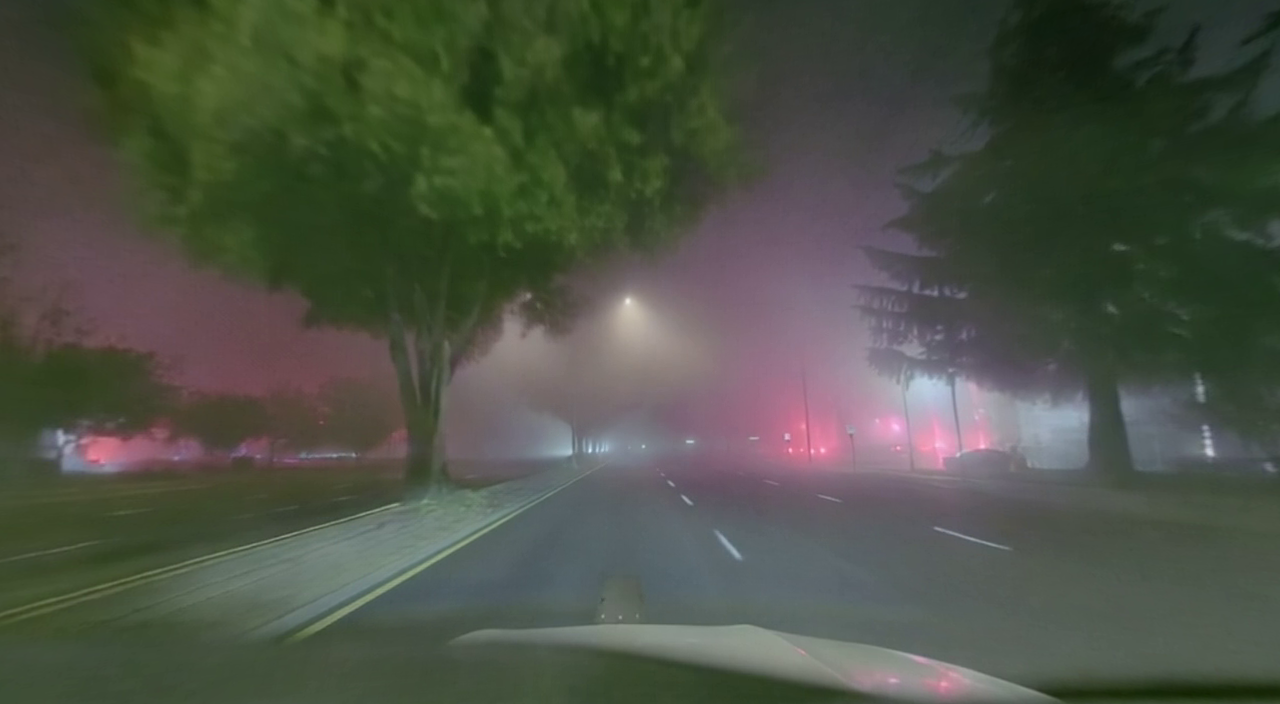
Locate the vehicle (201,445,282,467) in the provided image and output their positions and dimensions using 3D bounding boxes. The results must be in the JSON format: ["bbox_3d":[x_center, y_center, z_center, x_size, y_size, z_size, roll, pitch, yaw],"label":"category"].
[{"bbox_3d":[-29.785,7.762,47.269,4.693,1.572,1.999,0,-9,0],"label":"vehicle"}]

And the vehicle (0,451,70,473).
[{"bbox_3d":[-43.165,7.780,44.687,1.766,1.435,4.268,0,-9,-1],"label":"vehicle"}]

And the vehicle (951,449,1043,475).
[{"bbox_3d":[20.082,6.184,35.646,3.975,1.387,1.914,0,-9,-2],"label":"vehicle"}]
